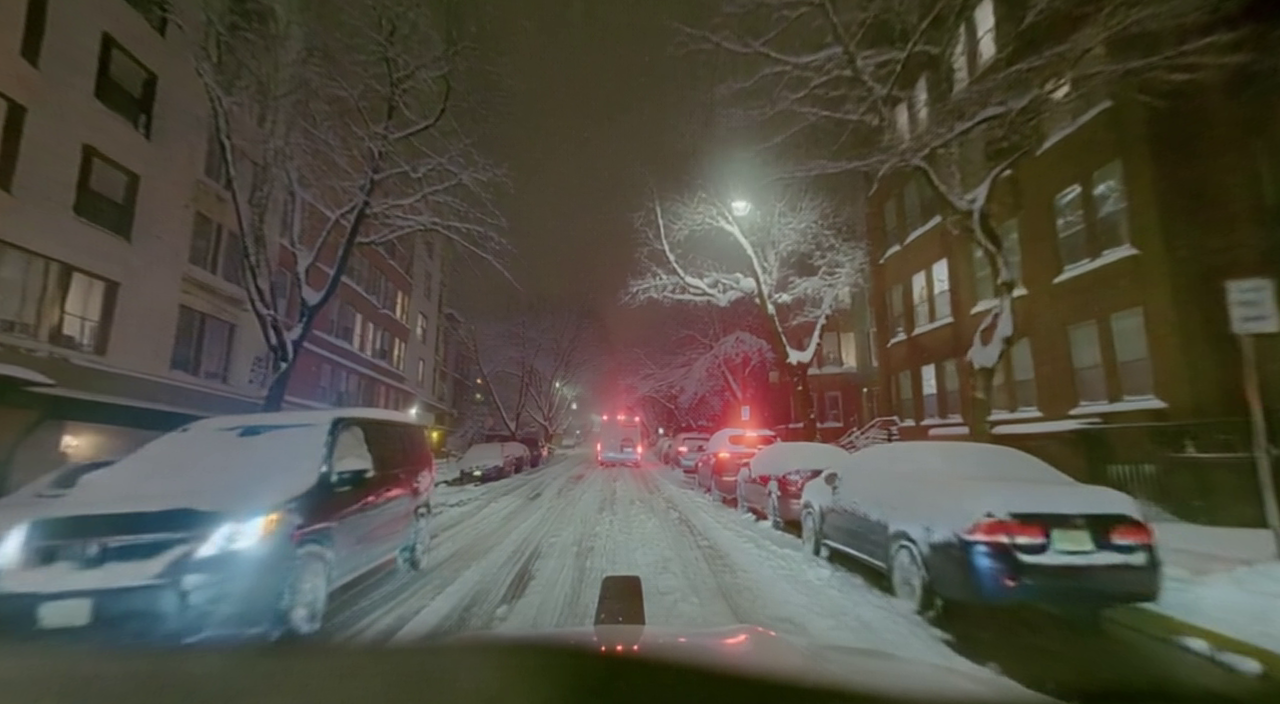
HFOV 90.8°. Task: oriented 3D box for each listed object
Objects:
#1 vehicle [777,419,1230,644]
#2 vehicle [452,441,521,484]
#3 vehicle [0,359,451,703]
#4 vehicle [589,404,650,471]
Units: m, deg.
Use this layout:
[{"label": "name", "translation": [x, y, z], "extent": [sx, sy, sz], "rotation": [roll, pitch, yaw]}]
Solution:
[{"label": "vehicle", "translation": [3.073, 1.603, 6.713], "extent": [2.035, 1.549, 4.373], "rotation": [2, -8, -3]}, {"label": "vehicle", "translation": [-6.386, 4.602, 26.773], "extent": [1.967, 1.492, 4.781], "rotation": [-4, -8, -4]}, {"label": "vehicle", "translation": [-3.224, 1.272, 5.405], "extent": [2.029, 1.802, 4.229], "rotation": [-2, -8, -2]}, {"label": "vehicle", "translation": [-1.079, 4.463, 32.680], "extent": [2.754, 3.008, 7.730], "rotation": [0, -8, -2]}]
